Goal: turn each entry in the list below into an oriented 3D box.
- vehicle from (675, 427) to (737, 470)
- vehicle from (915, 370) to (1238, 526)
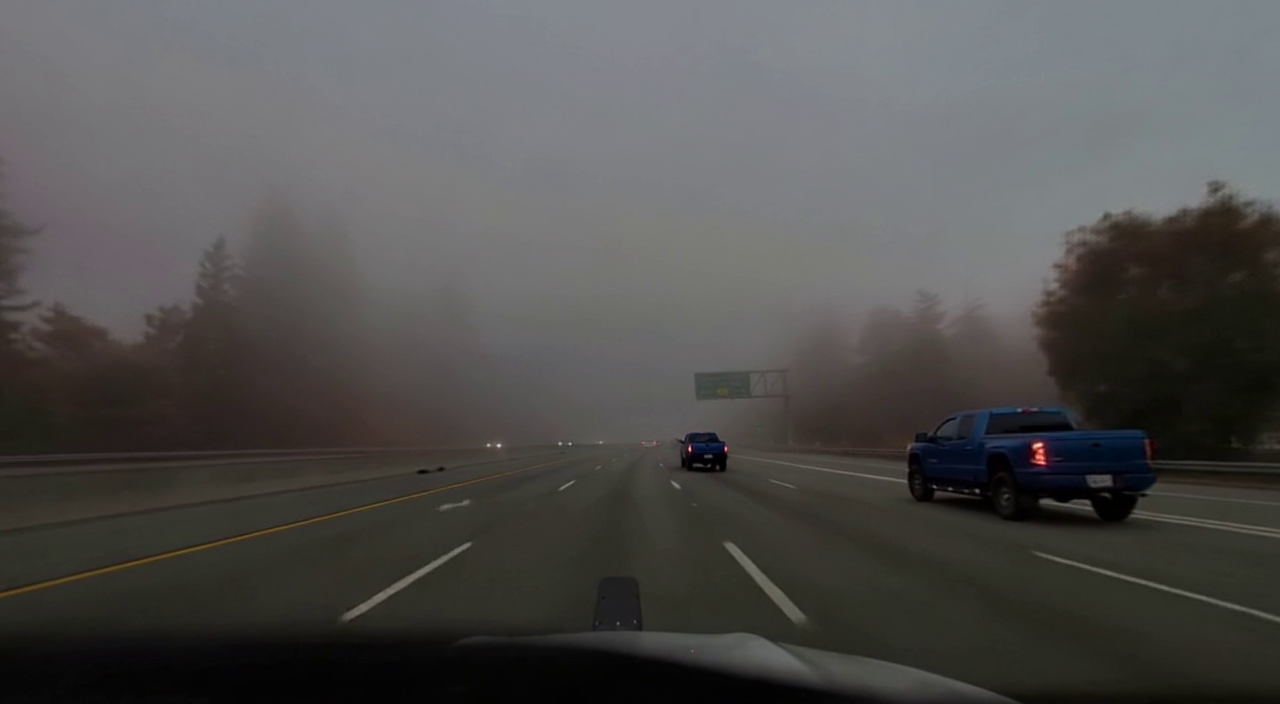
[{"bbox_3d":[3.217,4.868,31.954,2.462,1.984,4.718,0,-8,-2],"label":"vehicle"},{"bbox_3d":[7.580,1.798,12.002,2.158,2.268,5.396,0,-9,-1],"label":"vehicle"}]
